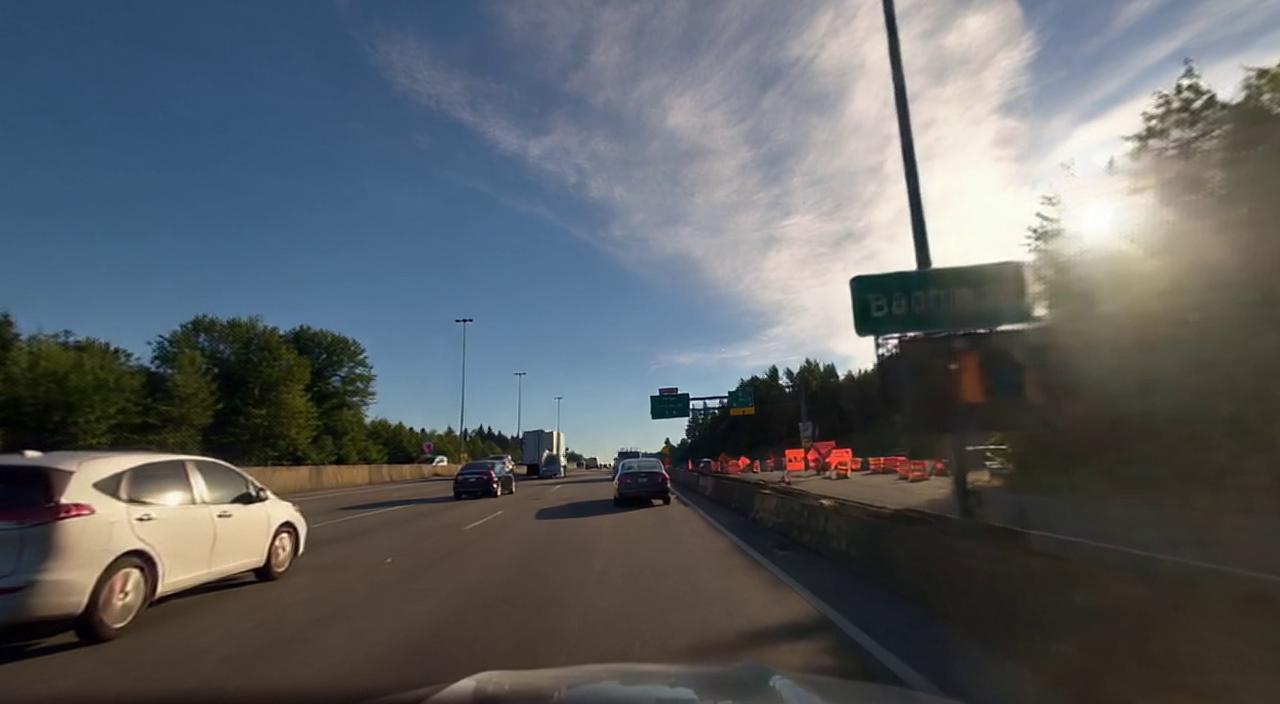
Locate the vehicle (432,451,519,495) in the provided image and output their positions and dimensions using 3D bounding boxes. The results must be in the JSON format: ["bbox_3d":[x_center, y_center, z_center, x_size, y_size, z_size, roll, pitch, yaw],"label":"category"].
[{"bbox_3d":[-5.813,4.303,22.737,2.063,1.417,4.000,0,-9,0],"label":"vehicle"}]

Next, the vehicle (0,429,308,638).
[{"bbox_3d":[-5.583,1.608,6.460,1.892,1.481,4.573,0,-9,-1],"label":"vehicle"}]

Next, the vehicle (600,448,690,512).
[{"bbox_3d":[0.104,3.230,16.337,2.080,1.451,3.512,0,-9,-1],"label":"vehicle"}]

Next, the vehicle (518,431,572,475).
[{"bbox_3d":[-6.026,6.521,40.713,2.326,2.645,6.249,0,-9,1],"label":"vehicle"}]
